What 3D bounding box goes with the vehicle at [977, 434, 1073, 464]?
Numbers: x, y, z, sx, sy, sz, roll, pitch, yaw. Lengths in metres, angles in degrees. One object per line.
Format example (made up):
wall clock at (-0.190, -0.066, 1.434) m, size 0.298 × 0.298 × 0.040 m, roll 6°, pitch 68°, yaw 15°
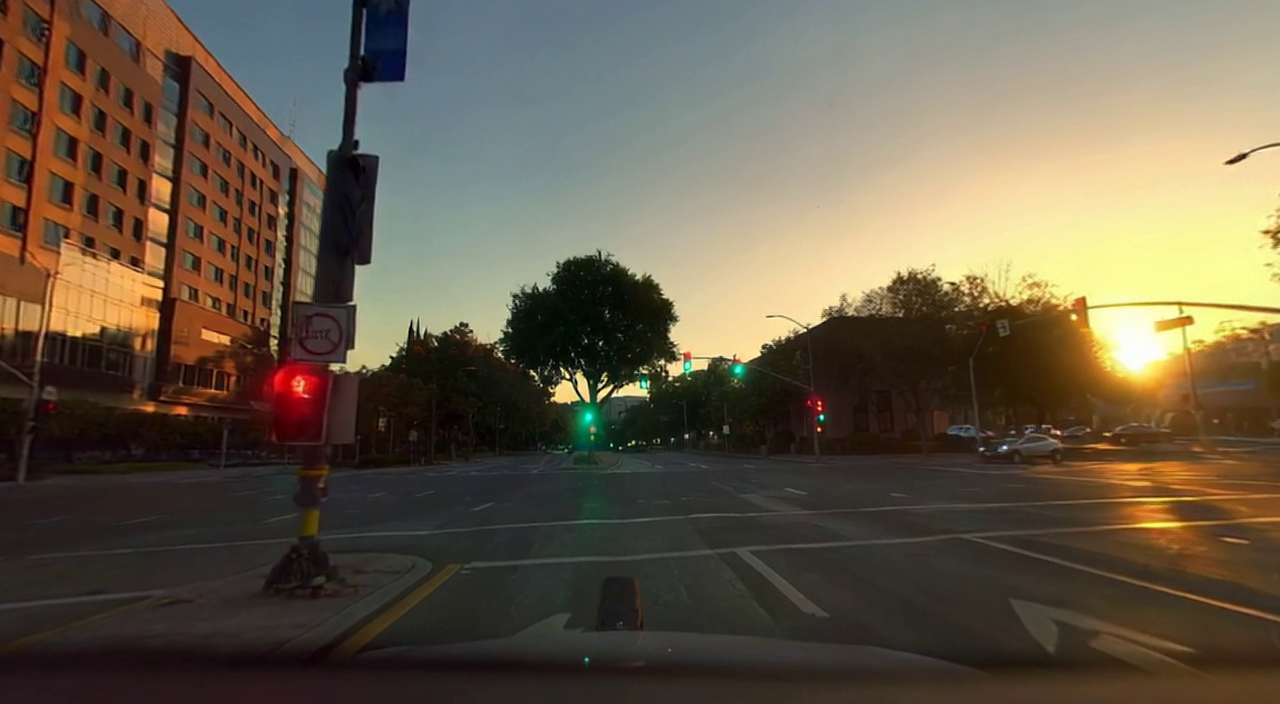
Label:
vehicle at (21.889, 5.501, 35.803) m, size 4.769 × 1.634 × 1.884 m, roll 3°, pitch -9°, yaw -19°
